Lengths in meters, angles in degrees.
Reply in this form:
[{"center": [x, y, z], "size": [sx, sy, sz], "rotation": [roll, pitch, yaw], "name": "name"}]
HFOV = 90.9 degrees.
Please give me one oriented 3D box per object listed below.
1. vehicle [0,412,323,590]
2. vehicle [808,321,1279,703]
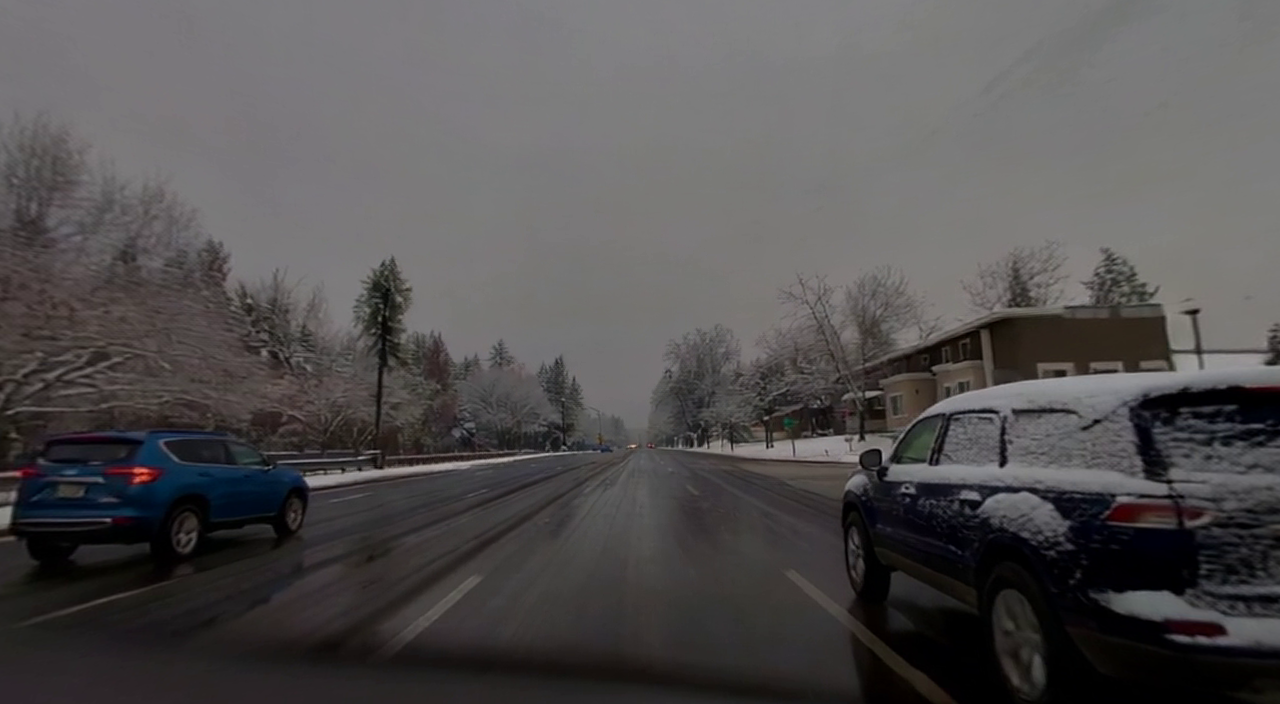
[{"center": [-6.542, 1.796, 8.507], "size": [2.069, 1.690, 4.837], "rotation": [0, -9, -1], "name": "vehicle"}, {"center": [2.931, 1.090, 4.733], "size": [2.047, 1.768, 4.607], "rotation": [0, -9, 0], "name": "vehicle"}]
